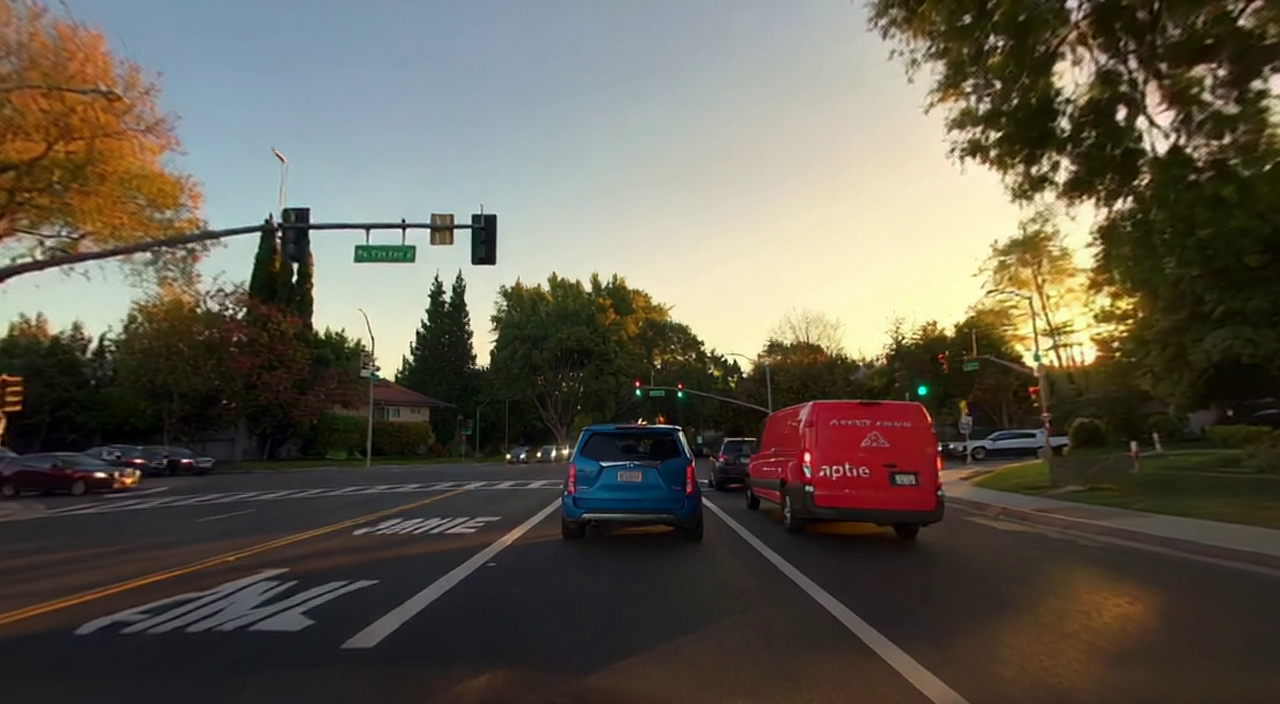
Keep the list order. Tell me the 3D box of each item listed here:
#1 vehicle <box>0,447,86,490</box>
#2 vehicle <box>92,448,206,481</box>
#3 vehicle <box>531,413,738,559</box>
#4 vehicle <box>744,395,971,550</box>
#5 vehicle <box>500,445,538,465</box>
[{"bbox_3d":[-28.424,5.202,28.204,4.757,1.841,2.121,1,-8,-7],"label":"vehicle"},{"bbox_3d":[-25.233,5.784,32.406,4.073,1.603,1.920,1,-8,-8],"label":"vehicle"},{"bbox_3d":[-0.049,1.820,9.312,2.321,1.624,4.367,0,-8,0],"label":"vehicle"},{"bbox_3d":[3.067,1.806,10.031,2.059,1.924,4.257,0,-8,0],"label":"vehicle"},{"bbox_3d":[-9.560,8.153,49.944,1.881,1.515,4.262,-1,-8,4],"label":"vehicle"}]
